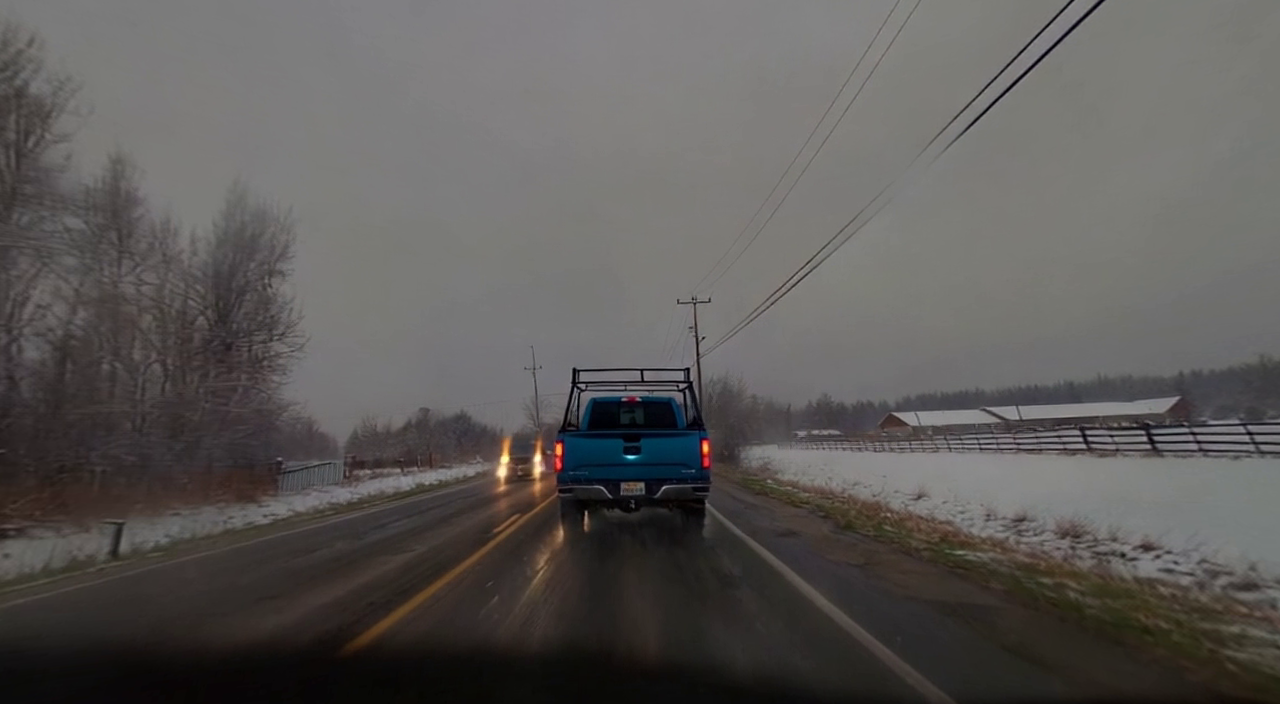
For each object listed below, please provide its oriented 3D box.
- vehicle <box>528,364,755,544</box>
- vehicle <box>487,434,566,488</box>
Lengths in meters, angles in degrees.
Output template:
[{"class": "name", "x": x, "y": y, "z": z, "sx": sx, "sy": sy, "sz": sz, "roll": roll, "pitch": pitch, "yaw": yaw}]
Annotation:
[{"class": "vehicle", "x": -0.072, "y": 1.851, "z": 11.891, "sx": 2.912, "sy": 2.320, "sz": 7.292, "roll": 0, "pitch": -8, "yaw": -1}, {"class": "vehicle", "x": -3.952, "y": 3.884, "z": 22.766, "sx": 2.051, "sy": 1.735, "sz": 4.259, "roll": 0, "pitch": -8, "yaw": 0}]
